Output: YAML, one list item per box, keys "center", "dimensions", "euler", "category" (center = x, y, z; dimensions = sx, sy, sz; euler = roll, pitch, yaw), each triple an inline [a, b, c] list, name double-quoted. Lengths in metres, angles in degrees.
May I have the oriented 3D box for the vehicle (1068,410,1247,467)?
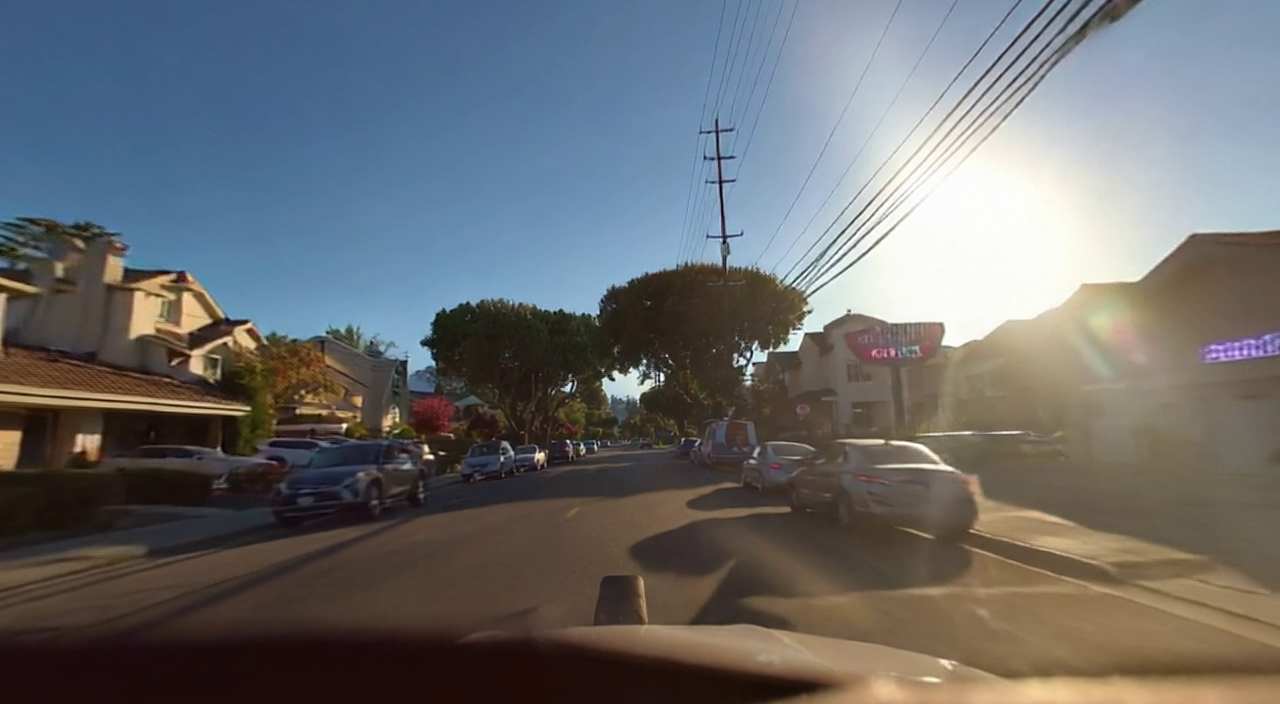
- center: [18.518, 3.140, 22.705]
  dimensions: [4.555, 1.796, 2.001]
  euler: [-2, -8, 1]
  category: "vehicle"

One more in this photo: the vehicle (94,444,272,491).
- center: [-15.279, 3.856, 21.251]
  dimensions: [4.388, 1.466, 2.008]
  euler: [0, -8, -1]
  category: "vehicle"

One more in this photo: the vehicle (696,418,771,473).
- center: [3.925, 4.080, 27.514]
  dimensions: [2.396, 2.164, 5.381]
  euler: [0, -8, 0]
  category: "vehicle"

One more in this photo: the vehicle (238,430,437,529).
- center: [-6.107, 2.578, 13.407]
  dimensions: [1.989, 1.693, 4.292]
  euler: [-2, -8, 2]
  category: "vehicle"

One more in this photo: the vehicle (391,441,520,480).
- center: [-7.642, 4.526, 26.479]
  dimensions: [4.935, 1.454, 1.900]
  euler: [-1, -8, -5]
  category: "vehicle"

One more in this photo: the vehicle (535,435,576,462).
- center: [-6.273, 7.224, 47.302]
  dimensions: [2.322, 1.913, 5.582]
  euler: [0, -8, 0]
  category: "vehicle"

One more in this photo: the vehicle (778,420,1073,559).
- center: [3.744, 1.898, 9.555]
  dimensions: [2.112, 1.528, 4.944]
  euler: [0, -8, -1]
  category: "vehicle"
